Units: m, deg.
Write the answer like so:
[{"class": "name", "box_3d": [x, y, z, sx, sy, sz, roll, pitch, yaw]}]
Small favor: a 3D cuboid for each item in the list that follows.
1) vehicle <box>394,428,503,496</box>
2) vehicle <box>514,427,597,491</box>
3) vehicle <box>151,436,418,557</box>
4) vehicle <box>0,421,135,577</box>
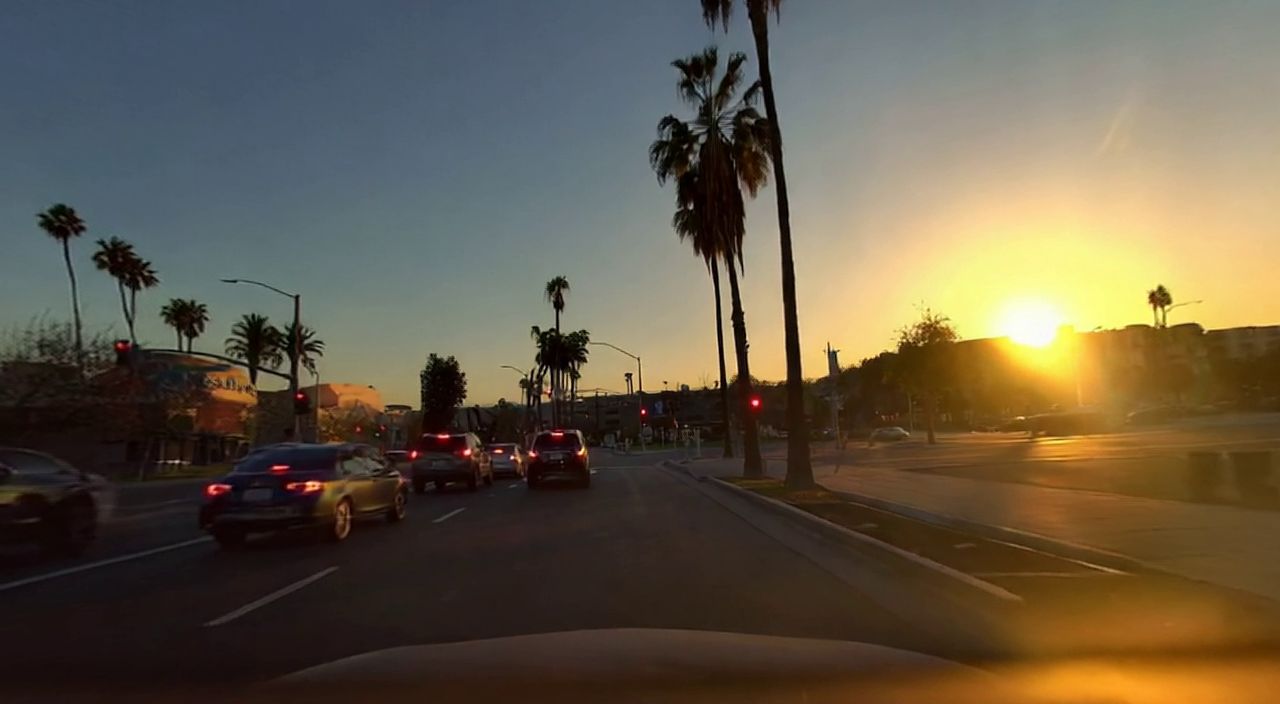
[{"class": "vehicle", "box_3d": [-5.850, 3.426, 20.036, 2.025, 1.862, 4.804, 0, -9, -1]}, {"class": "vehicle", "box_3d": [-2.483, 3.301, 19.731, 2.153, 1.759, 4.320, 0, -9, -2]}, {"class": "vehicle", "box_3d": [-5.538, 2.275, 10.780, 1.885, 1.567, 4.775, 0, -9, -2]}, {"class": "vehicle", "box_3d": [-8.811, 1.700, 7.120, 2.178, 1.864, 5.005, 0, -9, -2]}]
